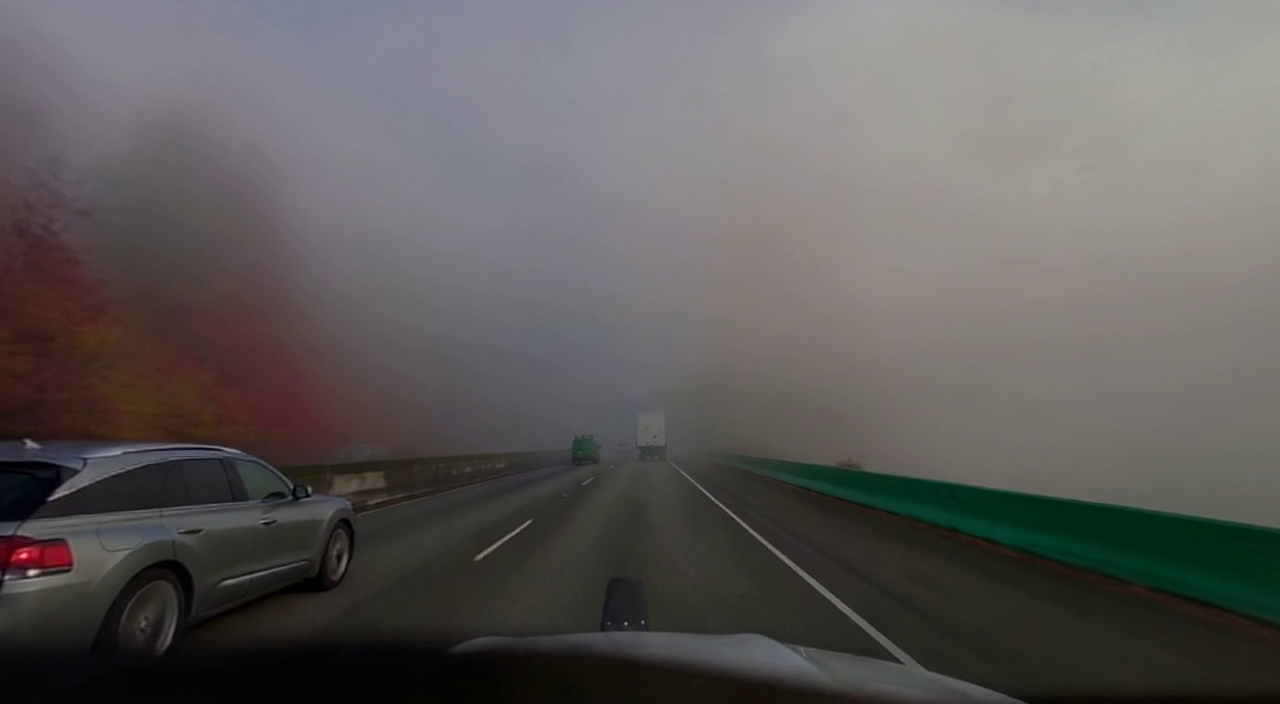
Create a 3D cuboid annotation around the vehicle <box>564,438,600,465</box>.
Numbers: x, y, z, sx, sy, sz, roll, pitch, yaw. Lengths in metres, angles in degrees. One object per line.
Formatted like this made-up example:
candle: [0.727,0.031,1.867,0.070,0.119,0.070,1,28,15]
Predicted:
vehicle: [-3.536,6.186,39.209,1.927,1.556,3.921,0,-8,-1]
